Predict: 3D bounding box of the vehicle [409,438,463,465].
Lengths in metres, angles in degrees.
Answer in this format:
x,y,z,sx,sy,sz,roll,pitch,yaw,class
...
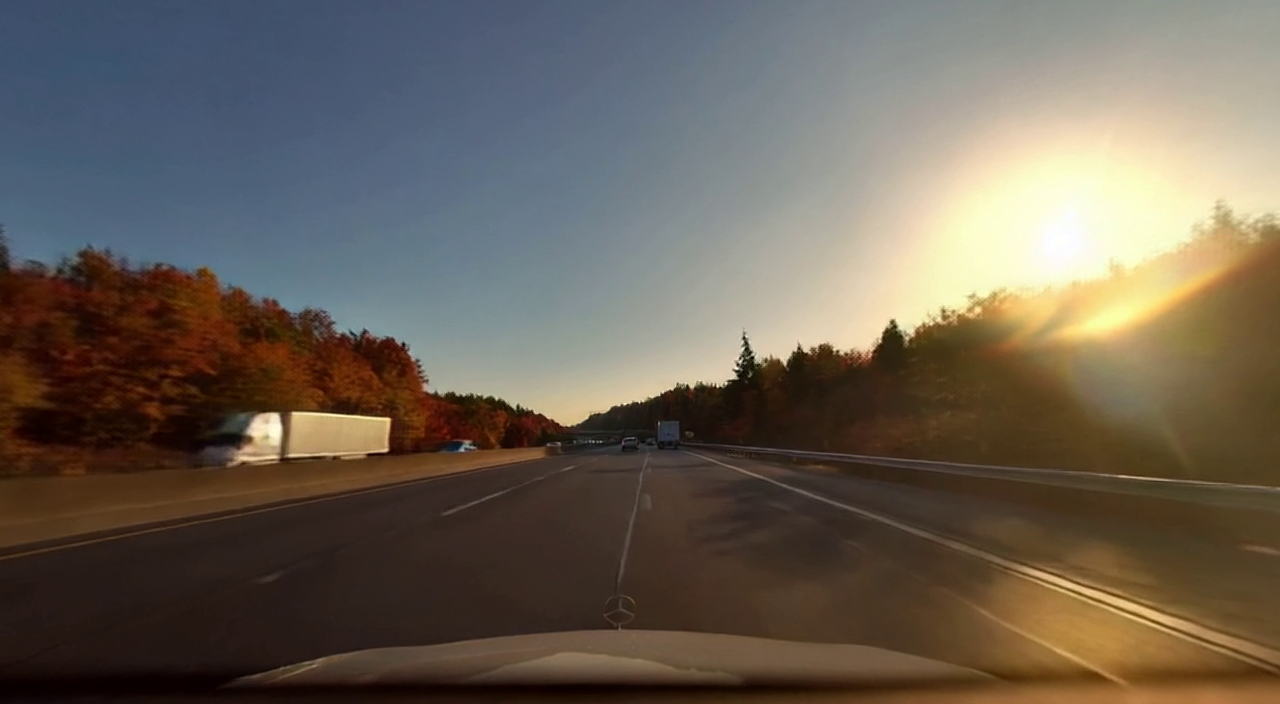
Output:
x,y,z,sx,sy,sz,roll,pitch,yaw,class
-14.166,6.912,43.904,2.066,1.794,4.755,-1,-8,2,vehicle

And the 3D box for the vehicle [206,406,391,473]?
x,y,z,sx,sy,sz,roll,pitch,yaw,class
-22.630,6.125,43.929,3.424,3.766,16.922,-1,-8,1,vehicle

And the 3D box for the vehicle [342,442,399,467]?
x,y,z,sx,sy,sz,roll,pitch,yaw,class
-18.627,7.052,43.572,2.072,1.602,4.032,-1,-8,1,vehicle
